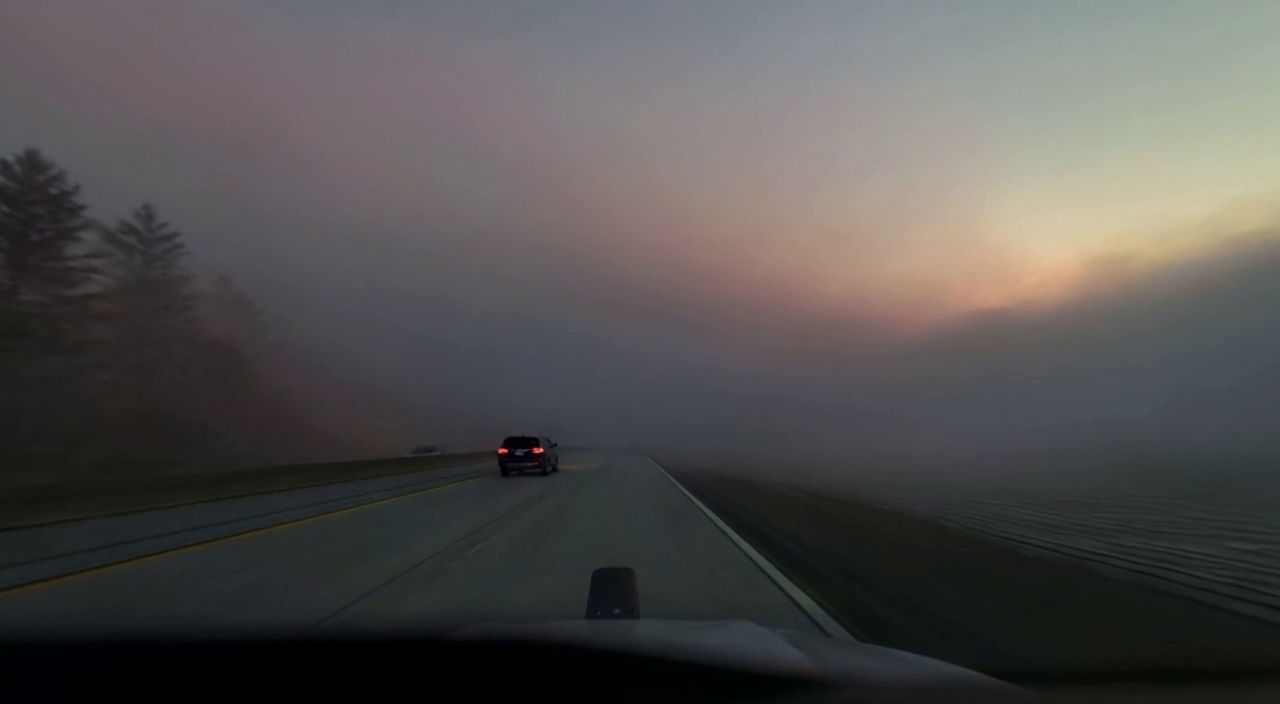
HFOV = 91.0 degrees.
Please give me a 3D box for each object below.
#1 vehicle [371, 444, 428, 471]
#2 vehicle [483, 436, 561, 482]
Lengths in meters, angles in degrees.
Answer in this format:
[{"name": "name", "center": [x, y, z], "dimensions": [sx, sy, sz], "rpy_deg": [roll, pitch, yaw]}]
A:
[{"name": "vehicle", "center": [-13.814, 6.041, 36.342], "dimensions": [1.717, 1.456, 4.170], "rpy_deg": [0, -8, -1]}, {"name": "vehicle", "center": [-4.454, 4.098, 24.575], "dimensions": [2.202, 1.587, 4.754], "rpy_deg": [0, -8, -1]}]
